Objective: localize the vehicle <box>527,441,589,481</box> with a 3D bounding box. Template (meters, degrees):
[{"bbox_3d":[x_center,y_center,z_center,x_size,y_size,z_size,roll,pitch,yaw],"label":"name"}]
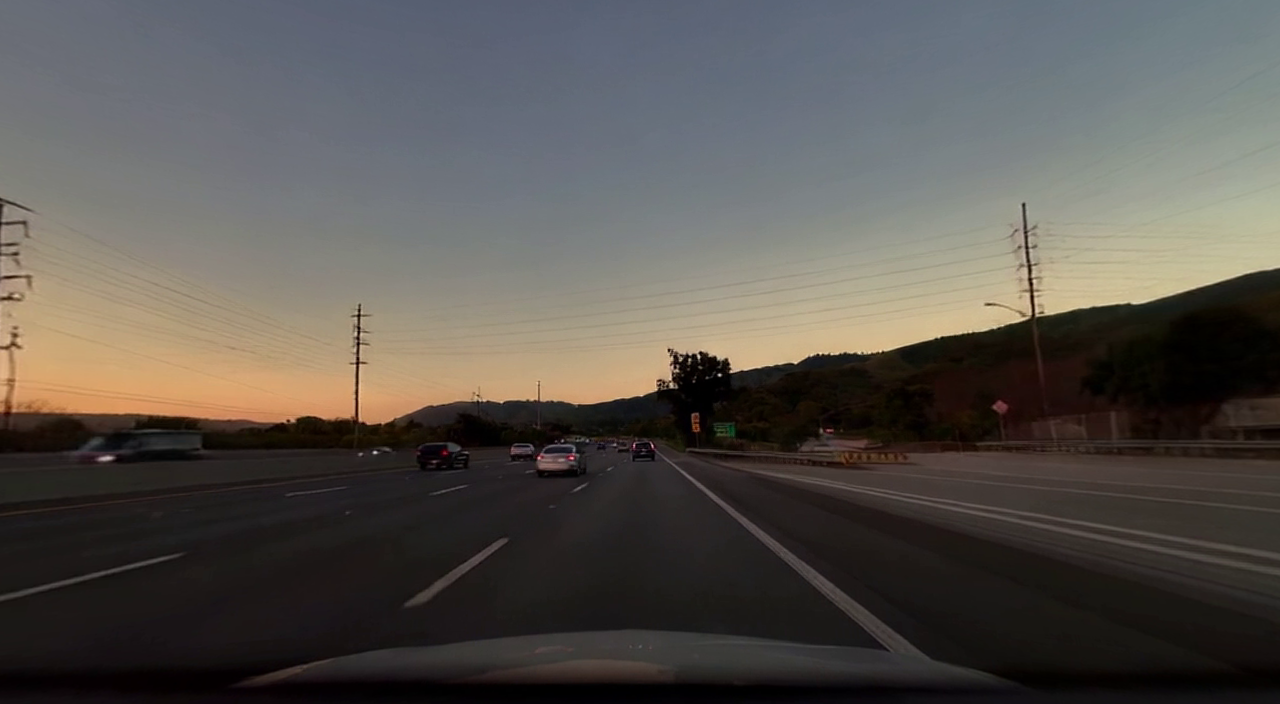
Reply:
[{"bbox_3d":[-3.411,4.626,27.126,1.967,1.517,4.808,0,-8,1],"label":"vehicle"}]

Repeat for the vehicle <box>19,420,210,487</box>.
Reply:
[{"bbox_3d":[-28.119,5.502,34.563,3.066,3.140,8.513,0,-8,0],"label":"vehicle"}]

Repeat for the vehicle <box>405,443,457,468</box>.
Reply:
[{"bbox_3d":[-14.291,7.073,43.381,2.047,1.608,4.257,-1,-8,1],"label":"vehicle"}]

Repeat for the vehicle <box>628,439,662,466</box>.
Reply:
[{"bbox_3d":[0.350,6.827,42.923,2.194,1.737,4.127,0,-8,0],"label":"vehicle"}]
